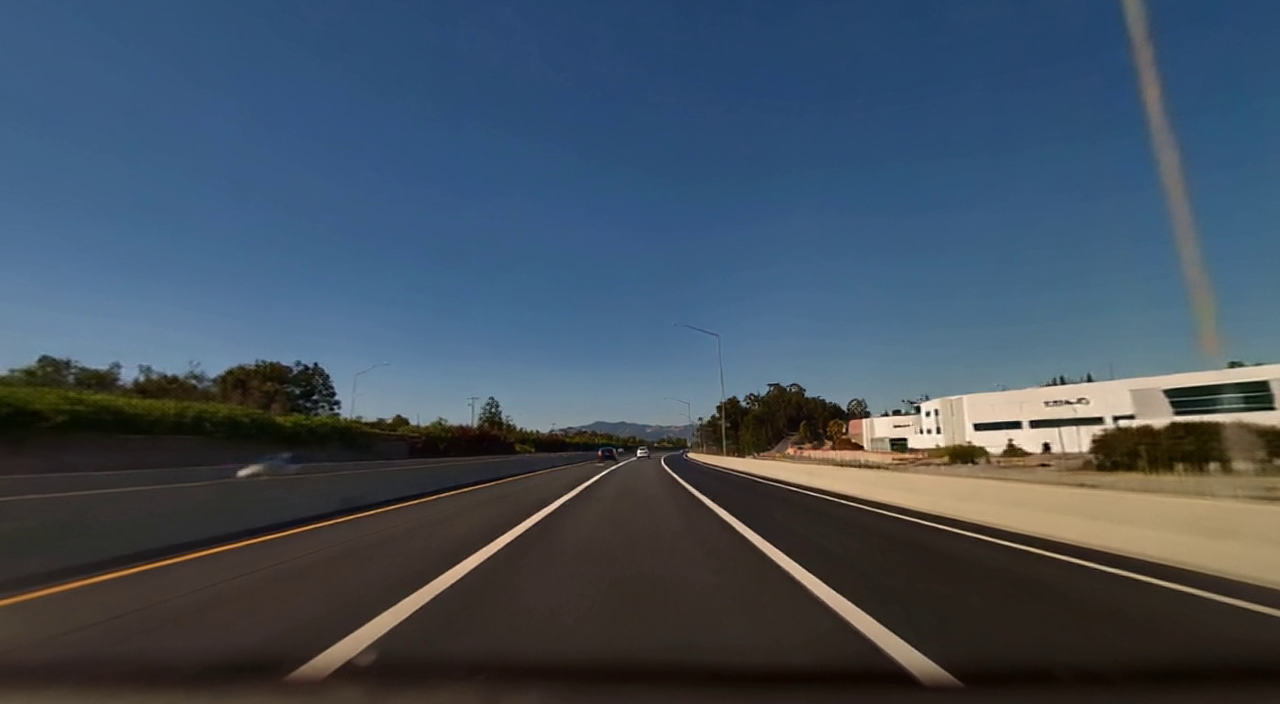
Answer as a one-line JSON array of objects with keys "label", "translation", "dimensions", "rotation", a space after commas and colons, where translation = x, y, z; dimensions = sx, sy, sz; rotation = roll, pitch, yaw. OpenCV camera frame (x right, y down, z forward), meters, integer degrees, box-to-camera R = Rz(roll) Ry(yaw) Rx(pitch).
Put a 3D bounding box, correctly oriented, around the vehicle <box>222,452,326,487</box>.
[{"label": "vehicle", "translation": [-16.997, 5.453, 29.427], "dimensions": [2.097, 1.498, 4.604], "rotation": [-1, -9, 1]}]
